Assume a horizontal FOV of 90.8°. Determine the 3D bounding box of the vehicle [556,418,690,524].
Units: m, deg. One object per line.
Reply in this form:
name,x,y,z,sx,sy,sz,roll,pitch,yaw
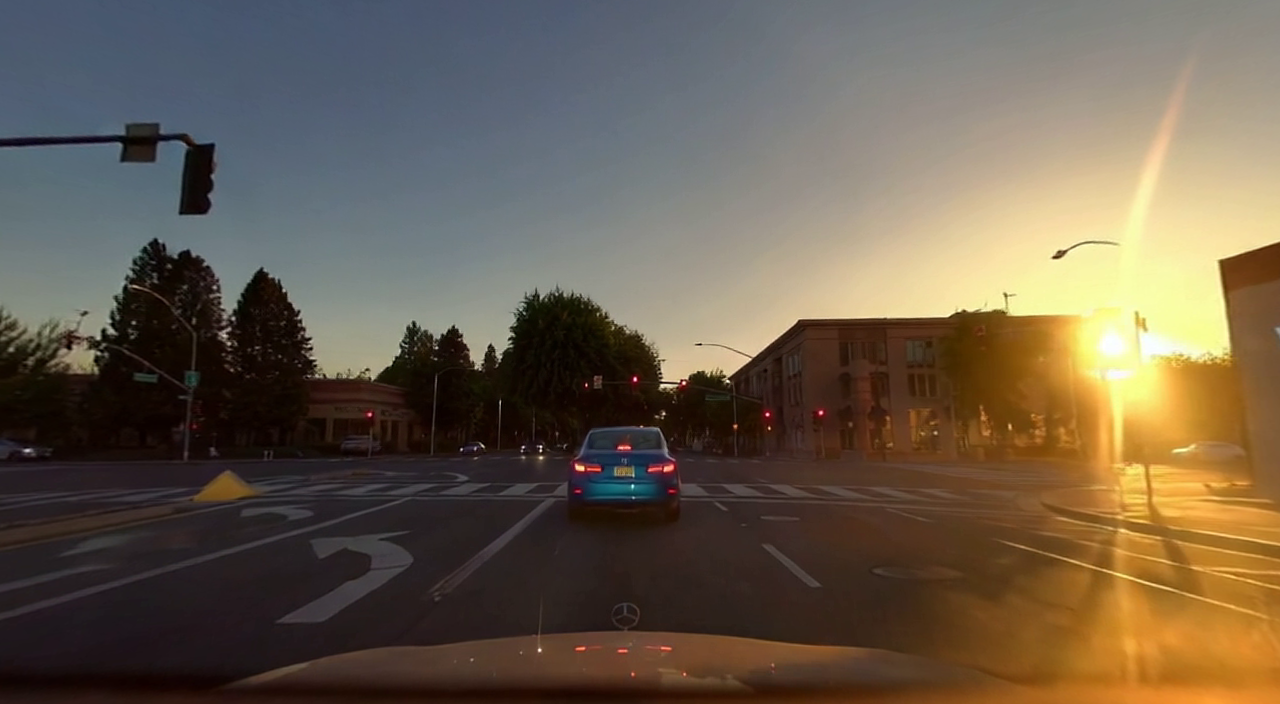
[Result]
vehicle,-0.304,2.132,11.821,2.066,1.618,3.922,0,-8,-1
